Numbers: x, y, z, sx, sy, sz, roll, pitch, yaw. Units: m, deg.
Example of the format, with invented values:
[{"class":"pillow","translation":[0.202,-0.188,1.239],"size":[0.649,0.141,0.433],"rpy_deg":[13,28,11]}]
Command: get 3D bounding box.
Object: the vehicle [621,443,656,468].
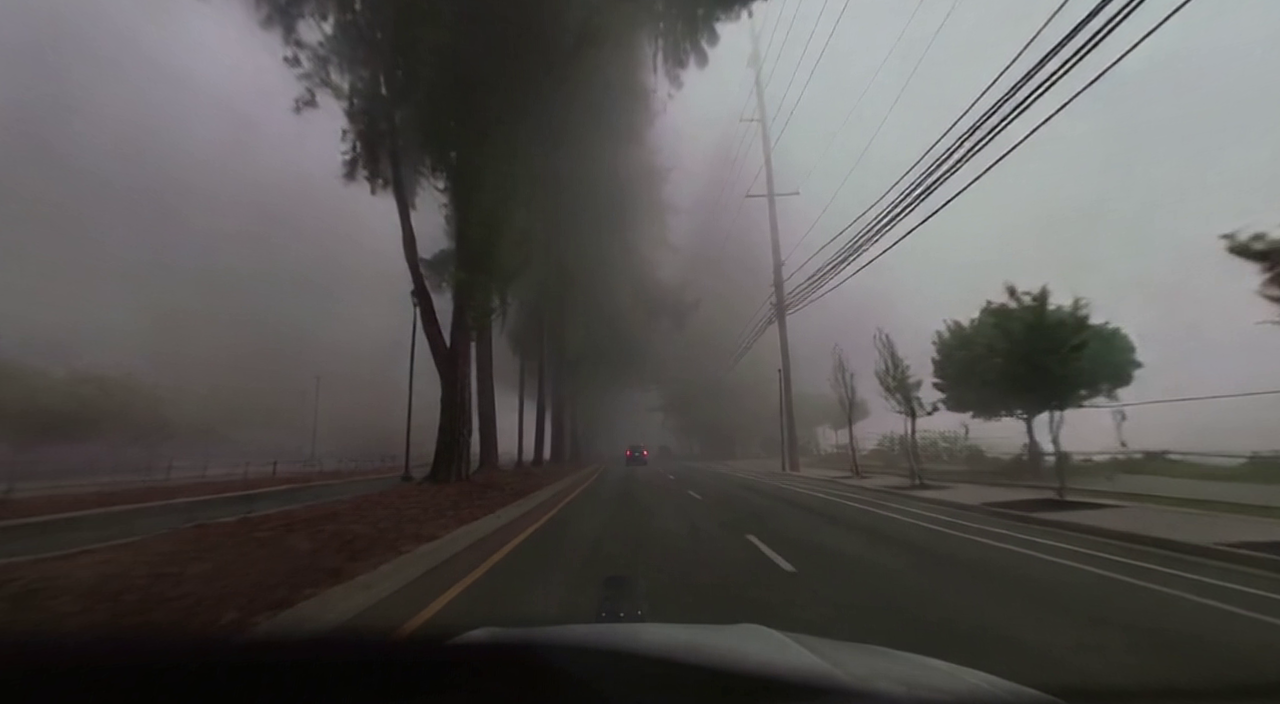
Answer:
[{"class":"vehicle","translation":[-0.166,6.590,40.571],"size":[2.109,1.501,4.042],"rpy_deg":[0,-8,-2]}]
